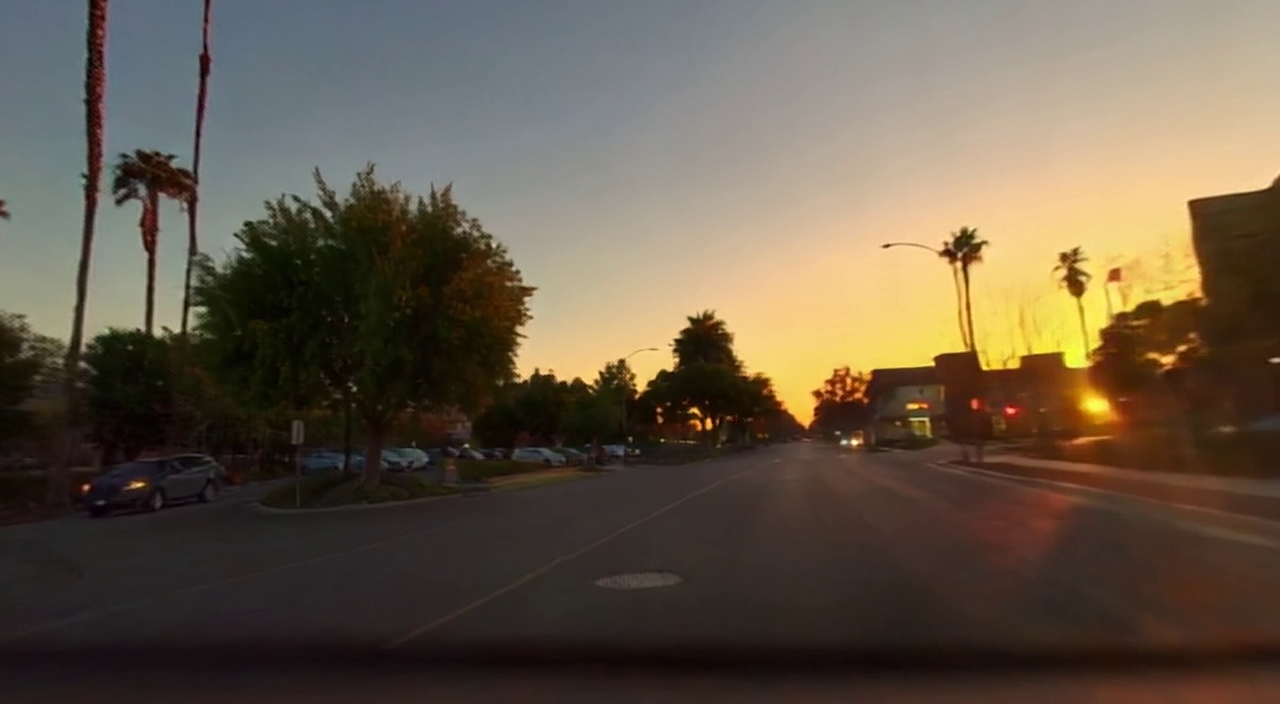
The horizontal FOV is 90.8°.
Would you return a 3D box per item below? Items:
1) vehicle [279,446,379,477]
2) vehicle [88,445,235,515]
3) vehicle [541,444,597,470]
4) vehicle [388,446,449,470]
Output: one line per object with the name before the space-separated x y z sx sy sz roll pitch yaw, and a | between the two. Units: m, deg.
vehicle | -18.883 6.631 38.439 5.193 1.830 2.049 -2 -9 11
vehicle | -14.700 3.869 19.810 2.174 1.863 4.651 3 -9 -18
vehicle | -5.125 7.567 45.768 3.635 1.521 1.726 2 -5 10
vehicle | -17.106 8.152 48.832 3.928 1.784 1.895 -2 -9 12
